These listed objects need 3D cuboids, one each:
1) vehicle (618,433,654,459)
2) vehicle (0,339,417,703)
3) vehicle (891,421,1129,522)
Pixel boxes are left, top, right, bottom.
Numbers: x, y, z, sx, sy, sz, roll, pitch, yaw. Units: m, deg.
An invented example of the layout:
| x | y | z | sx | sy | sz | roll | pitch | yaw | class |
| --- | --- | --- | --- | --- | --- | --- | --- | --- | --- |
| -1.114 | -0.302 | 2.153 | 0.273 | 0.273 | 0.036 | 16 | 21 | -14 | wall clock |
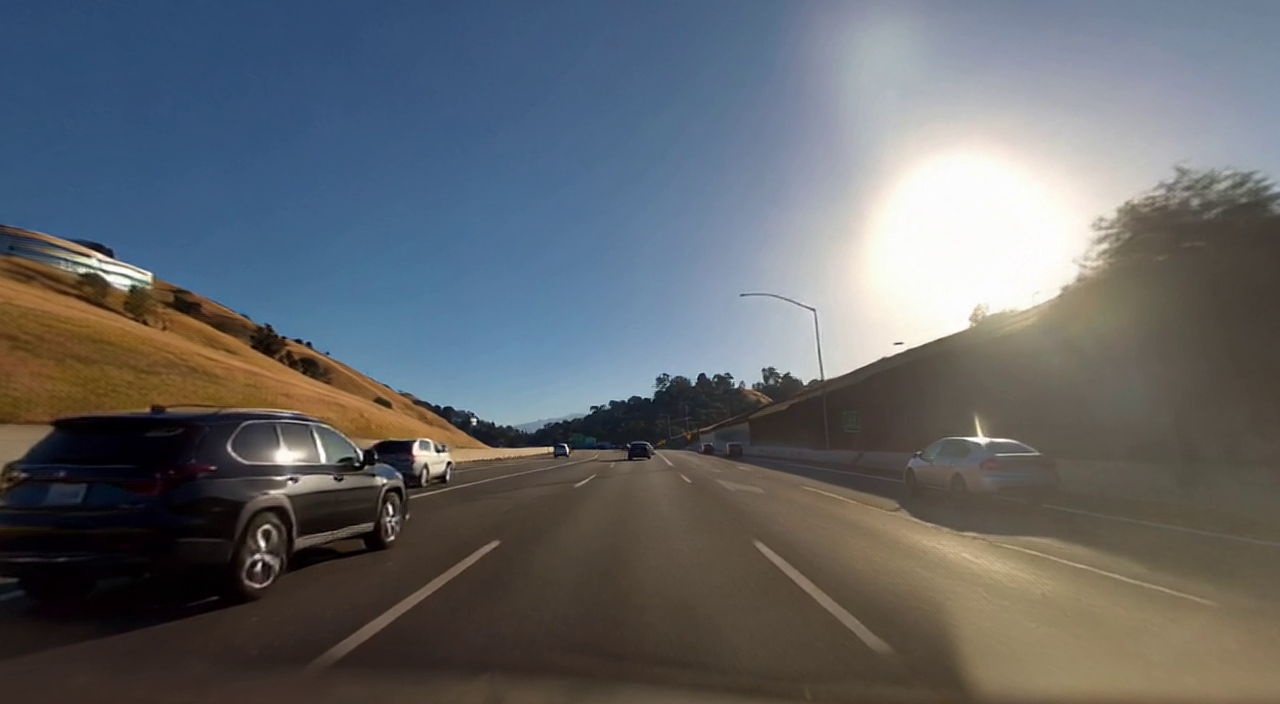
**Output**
| x | y | z | sx | sy | sz | roll | pitch | yaw | class |
| --- | --- | --- | --- | --- | --- | --- | --- | --- | --- |
| -0.232 | 7.197 | 48.393 | 2.172 | 1.824 | 5.031 | -1 | -8 | 6 | vehicle |
| -3.973 | 1.167 | 5.282 | 2.210 | 1.730 | 5.133 | -1 | -8 | 1 | vehicle |
| 7.037 | 2.312 | 12.739 | 2.122 | 1.646 | 4.491 | 0 | -8 | 1 | vehicle |
